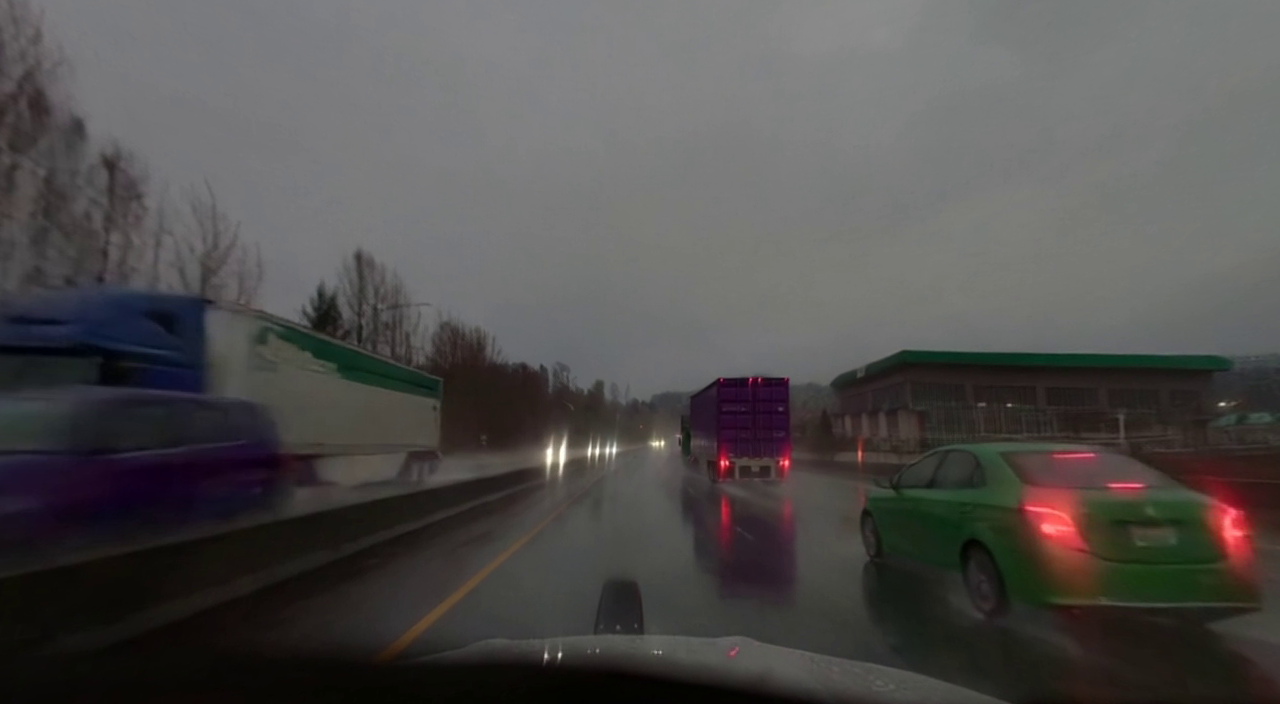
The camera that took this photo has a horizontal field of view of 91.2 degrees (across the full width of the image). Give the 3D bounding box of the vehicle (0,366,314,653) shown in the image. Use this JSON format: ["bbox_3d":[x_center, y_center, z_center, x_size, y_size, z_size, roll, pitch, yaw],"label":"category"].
[{"bbox_3d":[-5.058,1.215,5.310,2.038,1.801,4.594,-1,-9,1],"label":"vehicle"}]

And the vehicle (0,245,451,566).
[{"bbox_3d":[-8.751,1.828,15.681,2.954,4.061,15.604,-1,-9,1],"label":"vehicle"}]

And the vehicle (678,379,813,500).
[{"bbox_3d":[3.546,3.691,25.828,2.916,3.563,14.462,0,-9,-1],"label":"vehicle"}]

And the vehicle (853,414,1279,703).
[{"bbox_3d":[3.532,1.420,5.361,1.971,1.558,3.834,0,-9,-1],"label":"vehicle"}]
